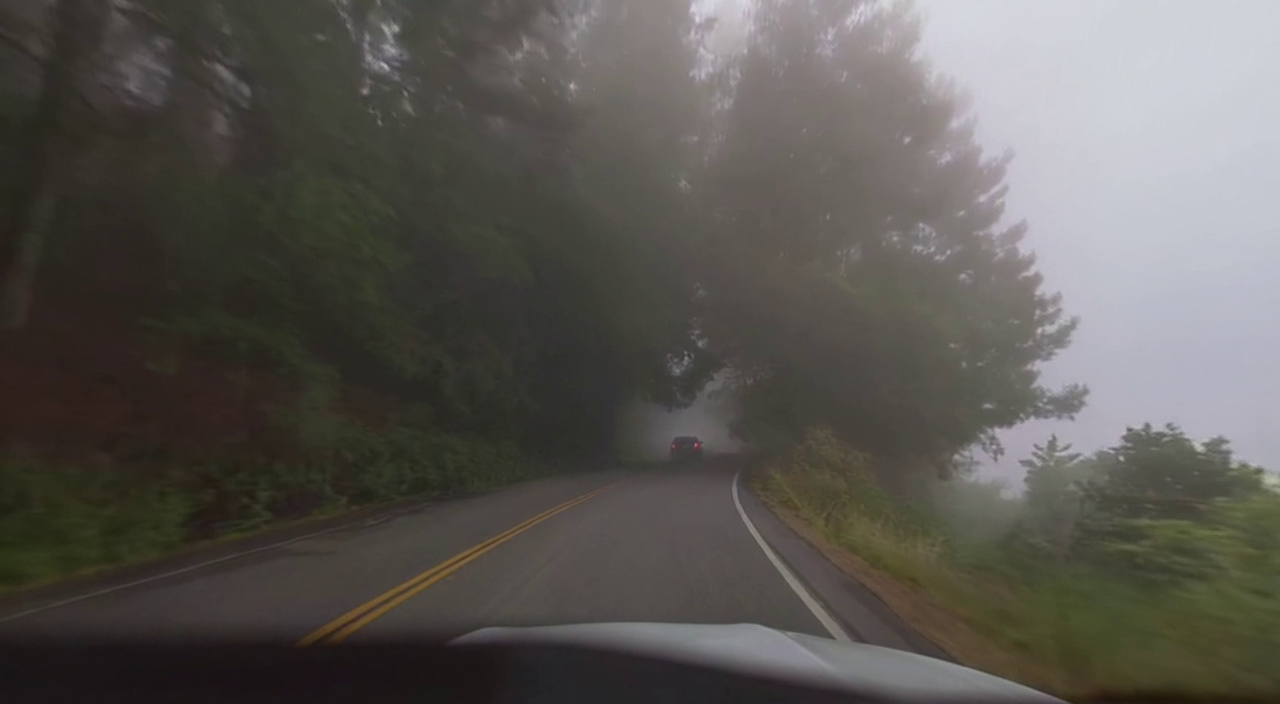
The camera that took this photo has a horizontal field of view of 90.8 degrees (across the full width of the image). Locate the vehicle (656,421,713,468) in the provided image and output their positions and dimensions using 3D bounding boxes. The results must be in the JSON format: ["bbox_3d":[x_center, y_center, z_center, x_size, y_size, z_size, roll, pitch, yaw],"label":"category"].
[{"bbox_3d":[2.328,4.646,31.656,2.469,1.953,5.605,-6,-9,5],"label":"vehicle"}]
